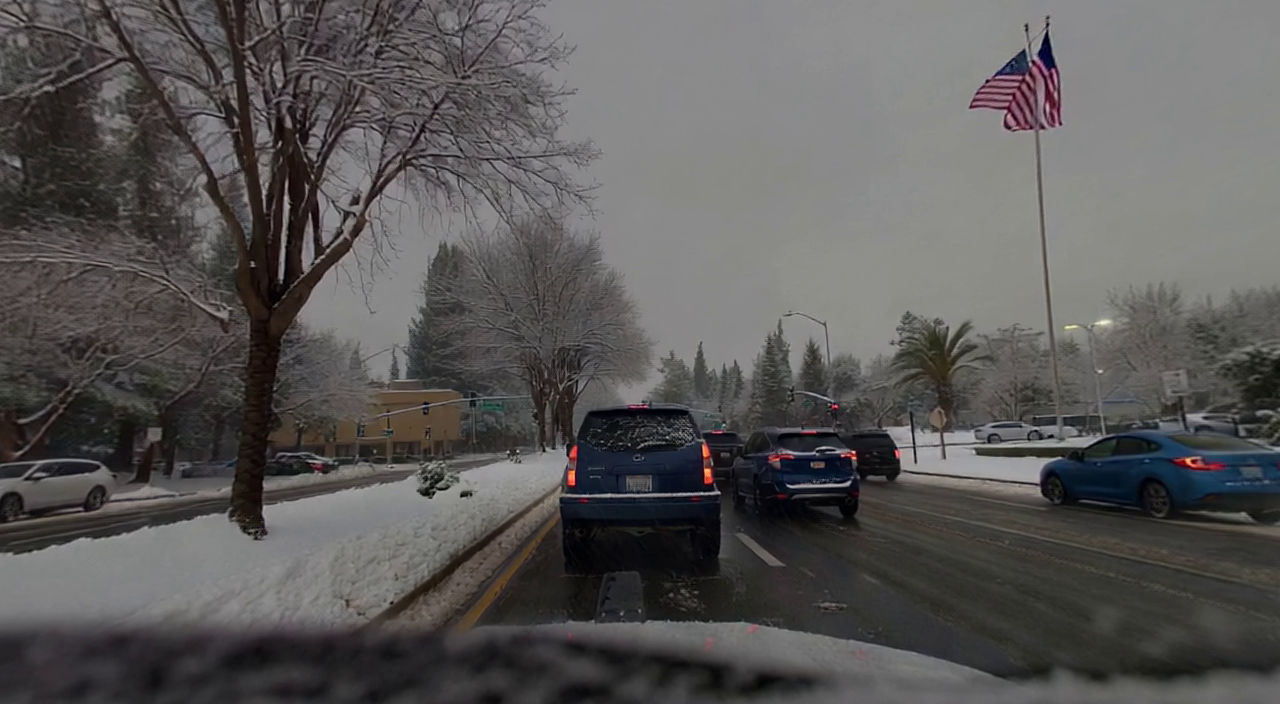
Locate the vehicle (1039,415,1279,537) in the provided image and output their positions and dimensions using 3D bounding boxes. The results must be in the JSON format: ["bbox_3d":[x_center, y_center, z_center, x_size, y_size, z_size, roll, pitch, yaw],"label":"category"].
[{"bbox_3d":[9.907,2.166,11.623,2.155,1.779,4.582,0,-9,1],"label":"vehicle"}]

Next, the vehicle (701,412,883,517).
[{"bbox_3d":[3.267,2.659,15.484,2.773,2.021,6.212,0,-9,-2],"label":"vehicle"}]

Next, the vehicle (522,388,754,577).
[{"bbox_3d":[-0.129,1.685,8.910,2.402,1.938,4.535,0,-9,-3],"label":"vehicle"}]

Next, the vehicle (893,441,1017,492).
[{"bbox_3d":[10.157,3.700,20.790,1.855,1.495,4.143,0,-9,-1],"label":"vehicle"}]
